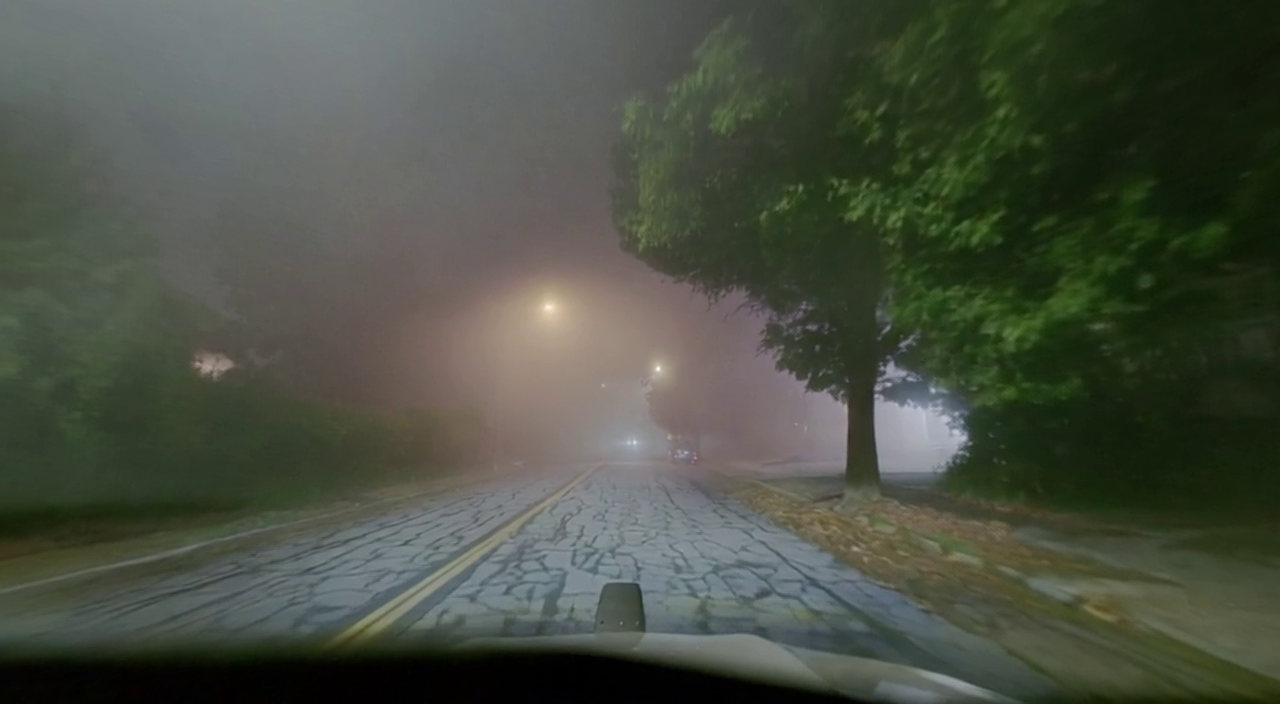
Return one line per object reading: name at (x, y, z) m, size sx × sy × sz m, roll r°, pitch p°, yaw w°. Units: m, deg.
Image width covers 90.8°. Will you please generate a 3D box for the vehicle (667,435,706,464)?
vehicle at (2.826, 6.076, 39.458) m, size 2.086 × 1.726 × 4.384 m, roll 0°, pitch -9°, yaw -1°
